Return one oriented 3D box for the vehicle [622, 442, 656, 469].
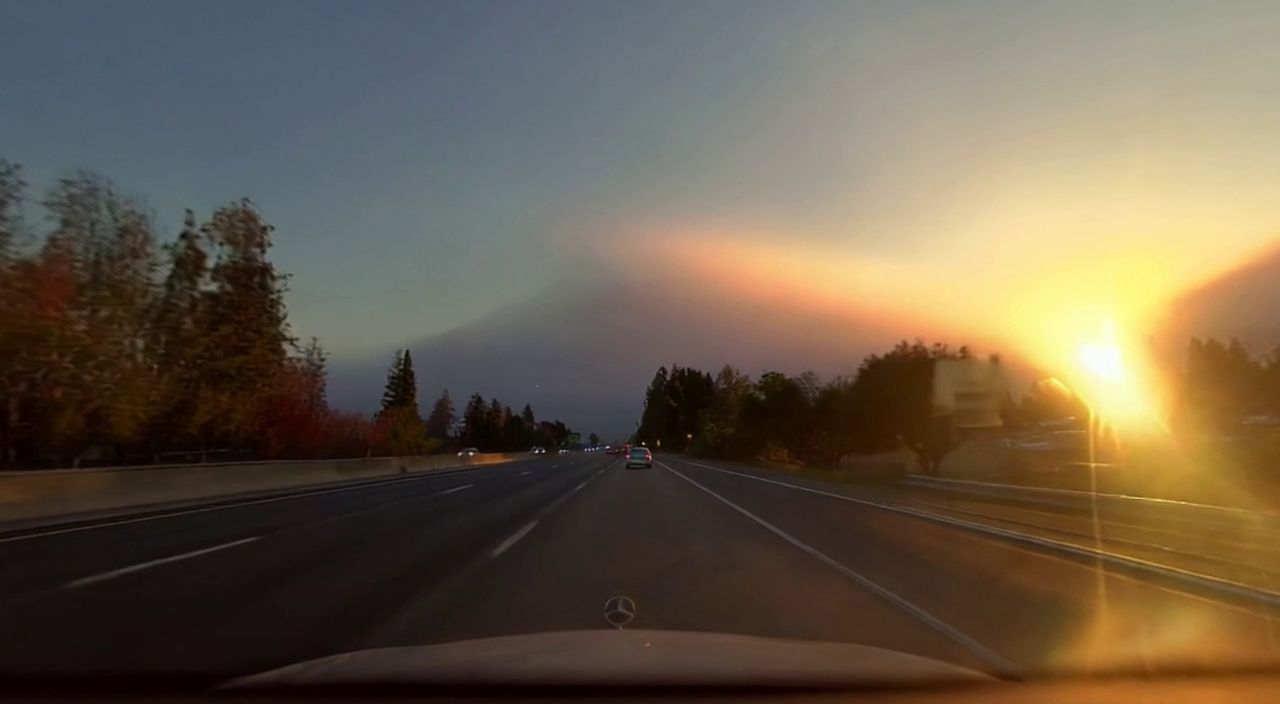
[{"bbox_3d":[-0.107,6.818,41.511,2.120,1.715,4.153,0,-9,-1],"label":"vehicle"}]
